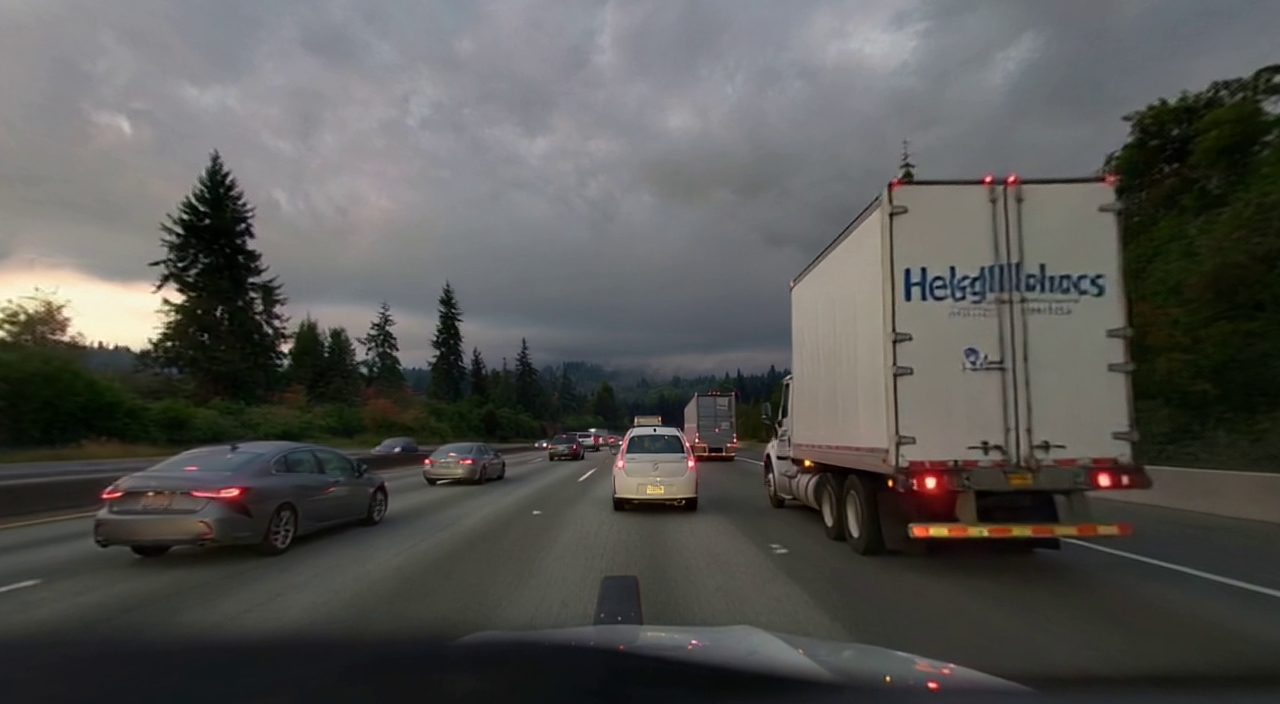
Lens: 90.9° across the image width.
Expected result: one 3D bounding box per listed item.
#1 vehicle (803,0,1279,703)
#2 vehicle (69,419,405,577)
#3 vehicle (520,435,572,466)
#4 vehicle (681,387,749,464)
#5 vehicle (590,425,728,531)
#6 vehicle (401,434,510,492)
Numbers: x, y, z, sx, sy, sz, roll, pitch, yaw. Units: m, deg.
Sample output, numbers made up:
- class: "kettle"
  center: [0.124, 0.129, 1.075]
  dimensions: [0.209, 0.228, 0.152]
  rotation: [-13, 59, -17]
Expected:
- class: "vehicle"
  center: [4.008, -0.309, 2.302]
  dimensions: [2.817, 3.989, 14.321]
  rotation: [0, -8, -1]
- class: "vehicle"
  center: [-4.591, 1.661, 7.988]
  dimensions: [1.821, 1.514, 3.677]
  rotation: [0, -8, 0]
- class: "vehicle"
  center: [-4.695, 4.988, 32.227]
  dimensions: [1.887, 1.493, 4.411]
  rotation: [0, -8, 1]
- class: "vehicle"
  center: [4.448, 4.871, 40.894]
  dimensions: [2.892, 4.101, 14.252]
  rotation: [0, -8, 1]
- class: "vehicle"
  center: [0.260, 2.051, 10.860]
  dimensions: [1.973, 1.505, 3.568]
  rotation: [0, -8, 0]
- class: "vehicle"
  center: [-5.088, 3.090, 17.991]
  dimensions: [1.880, 1.458, 3.978]
  rotation: [0, -8, 0]
